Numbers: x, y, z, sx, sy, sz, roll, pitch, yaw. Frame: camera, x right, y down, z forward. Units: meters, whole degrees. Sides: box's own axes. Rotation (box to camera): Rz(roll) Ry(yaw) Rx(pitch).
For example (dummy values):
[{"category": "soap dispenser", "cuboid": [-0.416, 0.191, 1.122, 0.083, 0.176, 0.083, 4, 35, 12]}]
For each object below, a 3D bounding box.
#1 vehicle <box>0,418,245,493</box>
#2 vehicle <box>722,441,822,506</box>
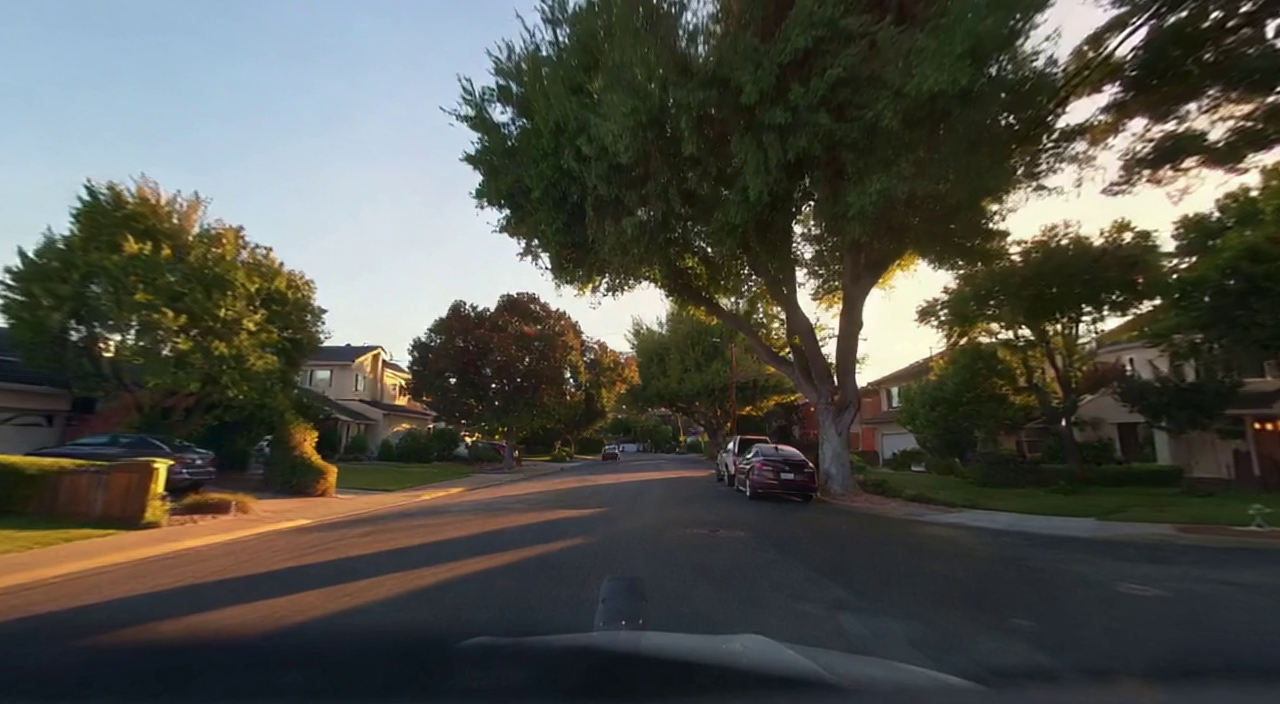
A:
[{"category": "vehicle", "cuboid": [-13.543, 2.734, 16.689, 4.686, 1.834, 1.997, 0, -9, 0]}, {"category": "vehicle", "cuboid": [3.498, 3.284, 17.542, 1.976, 1.552, 4.442, 0, -9, 2]}]
